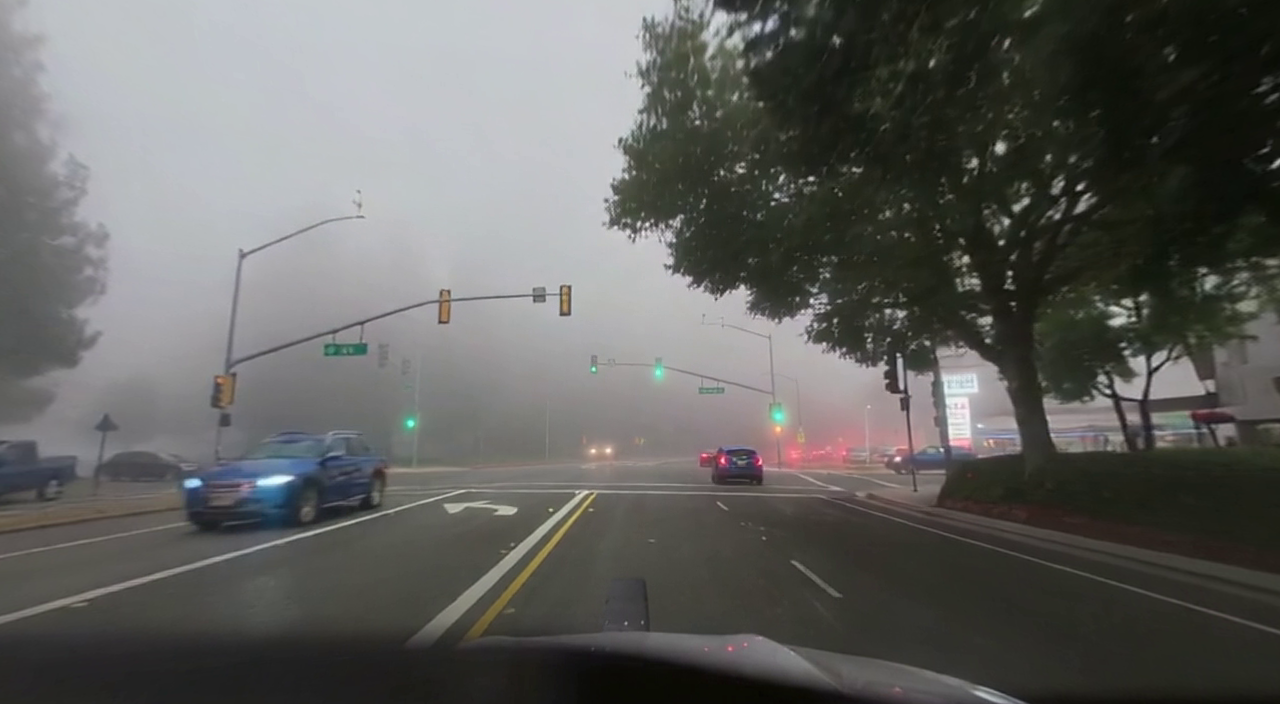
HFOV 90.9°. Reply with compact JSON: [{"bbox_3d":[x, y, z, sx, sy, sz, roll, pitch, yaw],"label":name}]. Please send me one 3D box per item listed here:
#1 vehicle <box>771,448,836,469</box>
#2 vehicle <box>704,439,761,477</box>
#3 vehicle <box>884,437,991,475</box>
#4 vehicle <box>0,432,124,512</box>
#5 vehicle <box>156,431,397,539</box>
[{"bbox_3d":[12.213,7.975,47.238,1.938,1.466,4.434,7,-11,-37],"label":"vehicle"},{"bbox_3d":[4.461,5.207,31.088,2.311,1.715,4.287,0,-9,3],"label":"vehicle"},{"bbox_3d":[16.228,5.680,34.616,4.713,1.969,2.201,0,-9,0],"label":"vehicle"},{"bbox_3d":[-17.111,3.112,16.667,5.006,1.942,2.246,0,-9,4],"label":"vehicle"},{"bbox_3d":[-6.000,2.206,11.046,2.052,1.543,3.719,0,-9,-2],"label":"vehicle"}]
